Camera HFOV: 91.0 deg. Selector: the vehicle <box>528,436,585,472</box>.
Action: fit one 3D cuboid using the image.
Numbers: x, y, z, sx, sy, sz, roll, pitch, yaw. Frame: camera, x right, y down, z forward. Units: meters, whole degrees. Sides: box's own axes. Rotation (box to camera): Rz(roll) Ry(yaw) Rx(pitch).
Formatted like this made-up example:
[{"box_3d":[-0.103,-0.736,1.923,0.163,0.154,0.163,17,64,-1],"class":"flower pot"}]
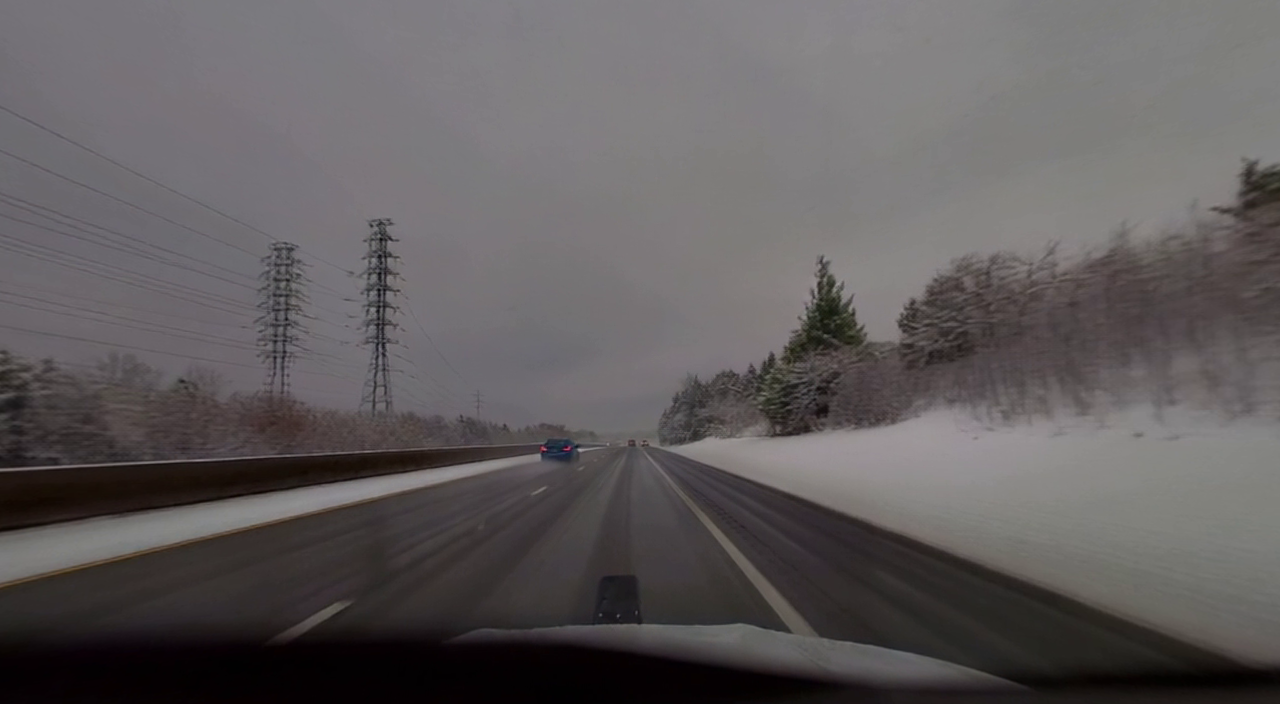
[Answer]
[{"box_3d":[-3.998,4.965,30.918,2.158,1.604,4.679,0,-8,0],"class":"vehicle"}]
